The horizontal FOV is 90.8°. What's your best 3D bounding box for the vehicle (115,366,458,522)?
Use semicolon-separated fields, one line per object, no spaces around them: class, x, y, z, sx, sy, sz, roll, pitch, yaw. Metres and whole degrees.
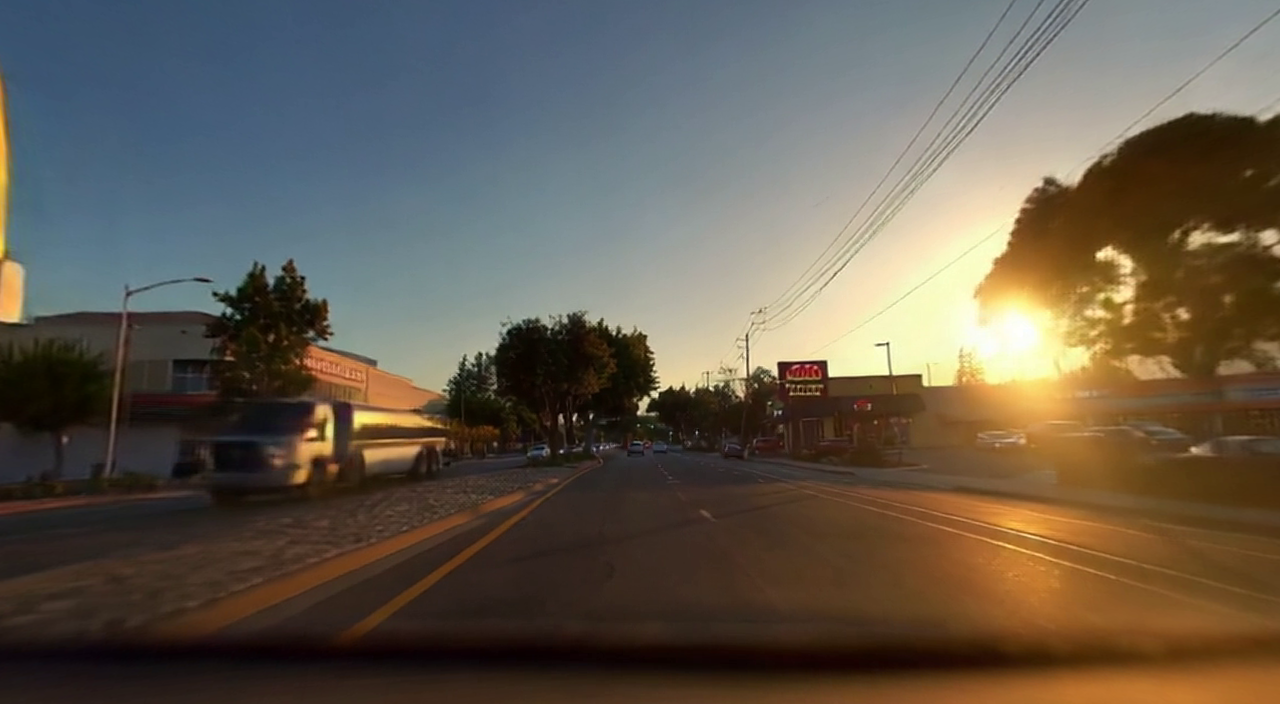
vehicle;-8.932;2.774;19.174;3.241;3.133;12.822;0;-8;-1

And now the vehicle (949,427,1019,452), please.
vehicle;22.973;5.910;42.380;2.113;1.582;4.559;-1;-9;0

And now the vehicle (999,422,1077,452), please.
vehicle;25.437;5.506;40.582;2.012;1.772;4.458;0;-8;0

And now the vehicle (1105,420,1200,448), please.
vehicle;34.256;5.552;42.439;2.220;1.723;4.883;0;-8;0

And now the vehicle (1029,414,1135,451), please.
vehicle;28.488;5.280;41.038;2.346;2.093;6.071;-2;-8;-1
